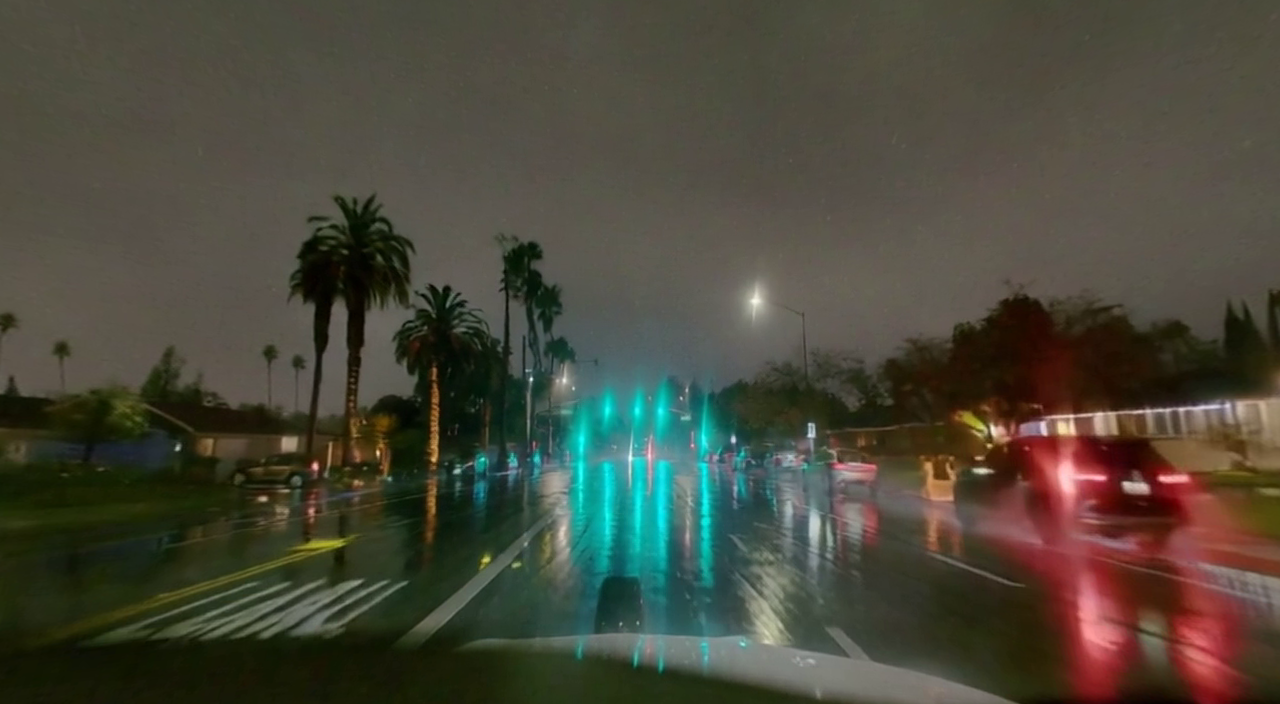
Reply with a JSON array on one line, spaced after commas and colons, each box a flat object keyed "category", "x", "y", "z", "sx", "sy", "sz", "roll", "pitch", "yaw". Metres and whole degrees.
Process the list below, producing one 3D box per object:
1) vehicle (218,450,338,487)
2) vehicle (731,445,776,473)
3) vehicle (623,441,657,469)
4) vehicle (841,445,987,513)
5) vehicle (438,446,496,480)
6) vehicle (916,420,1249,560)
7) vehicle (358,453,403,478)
[{"category": "vehicle", "x": -17.698, "y": 5.704, "z": 31.066, "sx": 4.683, "sy": 1.686, "sz": 1.950, "roll": -1, "pitch": -8, "yaw": 2}, {"category": "vehicle", "x": 7.338, "y": 6.931, "z": 41.261, "sx": 2.024, "sy": 1.687, "sz": 4.477, "roll": 0, "pitch": -8, "yaw": -1}, {"category": "vehicle", "x": -0.035, "y": 7.224, "z": 44.365, "sx": 2.248, "sy": 1.833, "sz": 4.798, "roll": 0, "pitch": -8, "yaw": -1}, {"category": "vehicle", "x": 6.927, "y": 3.219, "z": 16.612, "sx": 1.842, "sy": 1.515, "sz": 4.653, "roll": -1, "pitch": -8, "yaw": 1}, {"category": "vehicle", "x": -11.525, "y": 7.432, "z": 42.527, "sx": 2.157, "sy": 1.969, "sz": 5.725, "roll": -3, "pitch": -9, "yaw": 1}, {"category": "vehicle", "x": 7.029, "y": 2.222, "z": 11.104, "sx": 2.035, "sy": 1.822, "sz": 5.449, "roll": -1, "pitch": -8, "yaw": 2}, {"category": "vehicle", "x": -17.178, "y": 7.495, "z": 42.063, "sx": 1.847, "sy": 1.507, "sz": 4.632, "roll": 1, "pitch": -9, "yaw": -11}]
